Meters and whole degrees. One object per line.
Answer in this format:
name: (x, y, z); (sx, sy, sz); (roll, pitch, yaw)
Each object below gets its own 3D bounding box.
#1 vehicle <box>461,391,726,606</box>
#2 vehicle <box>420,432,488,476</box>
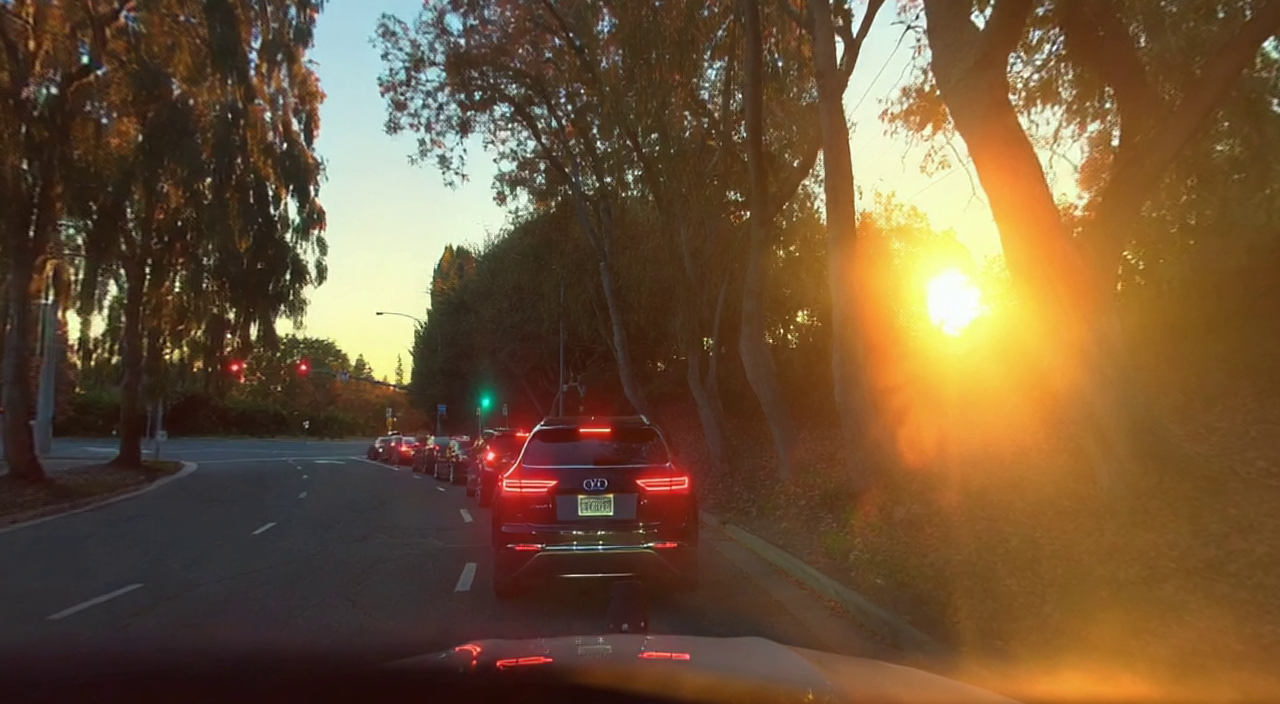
vehicle: (-0.685, 1.459, 7.196); (2.134, 1.671, 4.147); (1, -8, -9)
vehicle: (-7.300, 3.928, 24.482); (1.902, 1.536, 3.662); (4, -9, -25)
